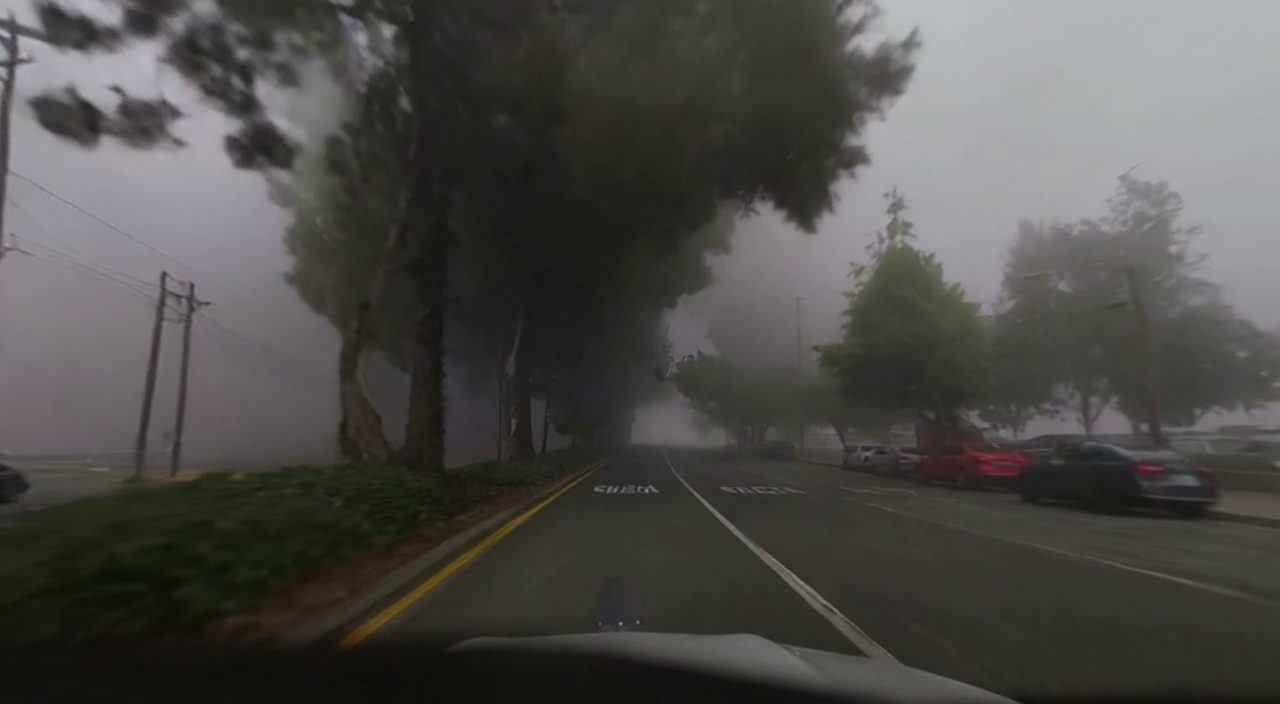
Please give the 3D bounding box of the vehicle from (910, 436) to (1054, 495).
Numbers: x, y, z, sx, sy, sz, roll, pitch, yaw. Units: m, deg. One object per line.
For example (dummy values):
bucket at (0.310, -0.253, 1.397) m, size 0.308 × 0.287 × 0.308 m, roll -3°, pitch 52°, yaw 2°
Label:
vehicle at (9.771, 3.266, 18.532) m, size 1.726 × 1.486 × 4.394 m, roll 0°, pitch -9°, yaw -1°

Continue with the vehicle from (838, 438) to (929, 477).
vehicle at (9.970, 4.360, 26.297) m, size 1.926 × 1.464 × 4.436 m, roll 0°, pitch -9°, yaw -1°

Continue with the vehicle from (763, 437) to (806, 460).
vehicle at (10.200, 6.848, 44.804) m, size 1.919 × 1.546 × 4.730 m, roll 0°, pitch -9°, yaw 0°

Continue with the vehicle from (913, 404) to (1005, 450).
vehicle at (19.060, 4.588, 38.171) m, size 2.179 × 2.441 × 5.974 m, roll -3°, pitch -8°, yaw -2°

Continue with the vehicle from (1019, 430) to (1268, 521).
vehicle at (10.057, 2.472, 13.120) m, size 1.901 × 1.586 × 3.903 m, roll 0°, pitch -9°, yaw -1°

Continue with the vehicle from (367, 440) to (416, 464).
vehicle at (-19.152, 7.705, 48.949) m, size 1.966 × 1.753 × 4.634 m, roll 0°, pitch -9°, yaw -1°
